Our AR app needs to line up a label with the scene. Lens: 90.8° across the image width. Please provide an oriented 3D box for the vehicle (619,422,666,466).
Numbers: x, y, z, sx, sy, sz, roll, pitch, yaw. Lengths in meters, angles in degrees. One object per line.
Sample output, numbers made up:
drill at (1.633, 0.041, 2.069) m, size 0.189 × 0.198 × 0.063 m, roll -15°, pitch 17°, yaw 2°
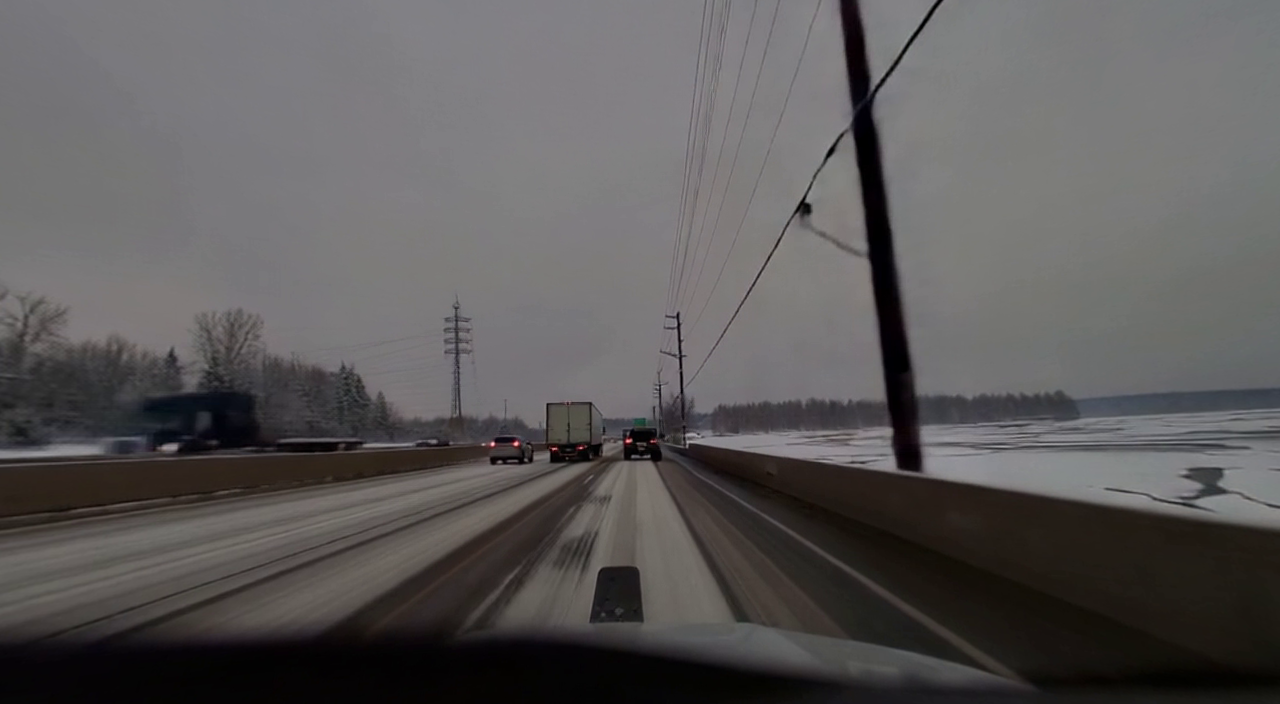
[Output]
vehicle at (0.137, 4.919, 33.689) m, size 2.358 × 2.144 × 4.713 m, roll 0°, pitch -8°, yaw 0°

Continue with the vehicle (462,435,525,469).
vehicle at (-7.121, 4.899, 31.166) m, size 2.004 × 1.545 × 4.513 m, roll 0°, pitch -8°, yaw 1°

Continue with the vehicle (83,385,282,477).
vehicle at (-19.370, 3.515, 27.623) m, size 2.798 × 3.444 × 7.712 m, roll 0°, pitch -8°, yaw 0°

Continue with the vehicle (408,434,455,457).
vehicle at (-16.361, 7.369, 49.736) m, size 1.972 × 1.723 × 4.983 m, roll 0°, pitch -8°, yaw 0°

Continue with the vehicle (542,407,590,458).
vehicle at (-3.746, 4.154, 32.392) m, size 2.178 × 2.522 × 2.054 m, roll 0°, pitch -8°, yaw 1°
